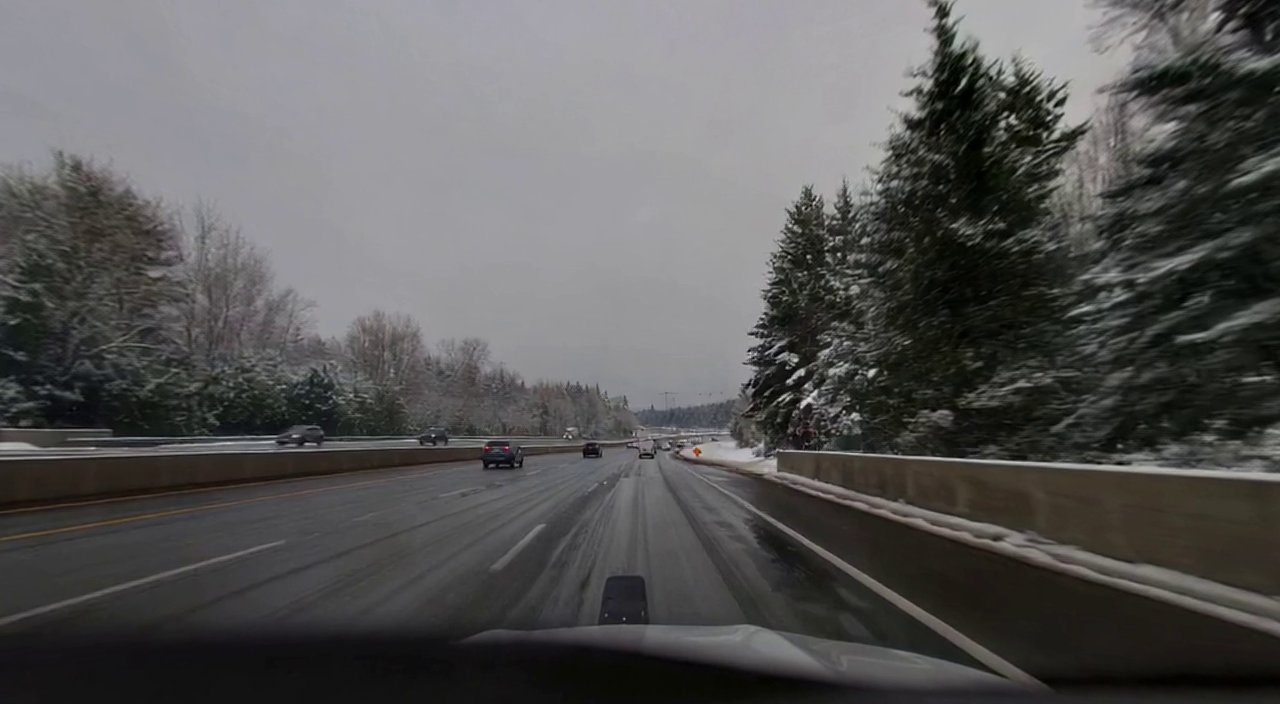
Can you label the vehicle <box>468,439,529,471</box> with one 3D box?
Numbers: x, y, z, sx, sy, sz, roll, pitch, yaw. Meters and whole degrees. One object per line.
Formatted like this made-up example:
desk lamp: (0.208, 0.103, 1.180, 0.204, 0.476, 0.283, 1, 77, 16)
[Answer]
vehicle: (-6.997, 5.149, 31.694, 1.966, 1.488, 4.243, 0, -8, 2)
